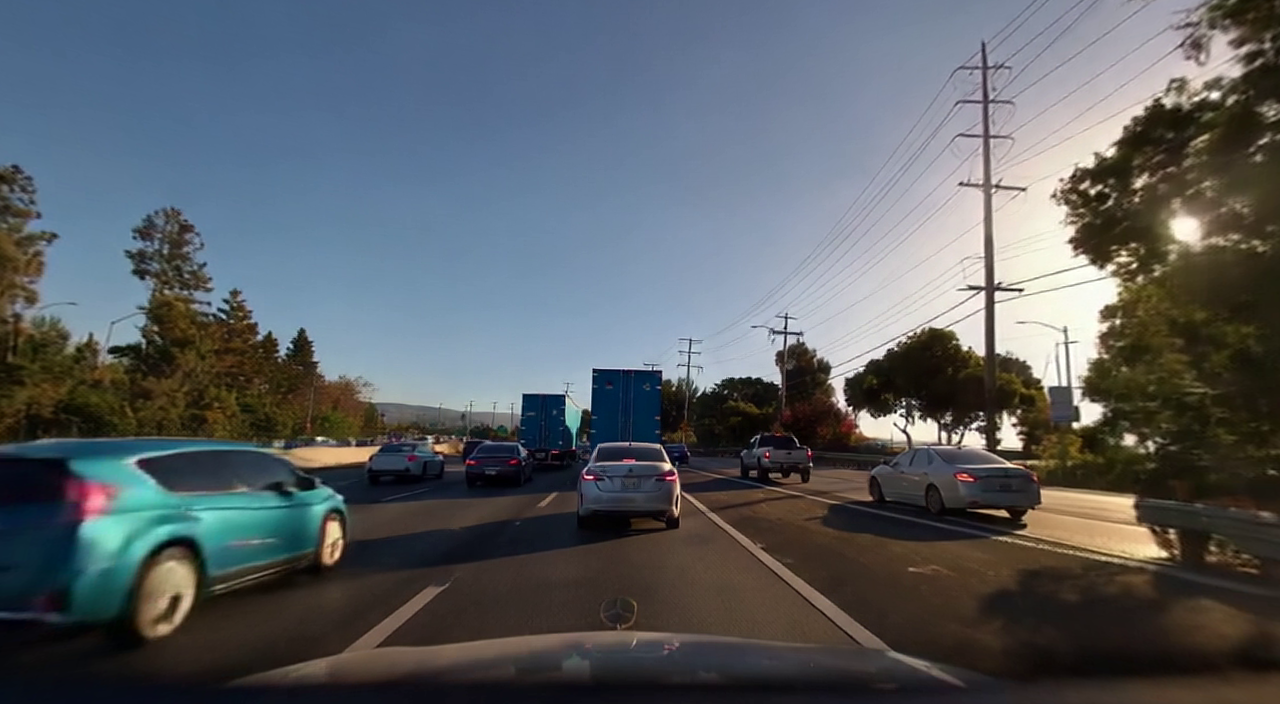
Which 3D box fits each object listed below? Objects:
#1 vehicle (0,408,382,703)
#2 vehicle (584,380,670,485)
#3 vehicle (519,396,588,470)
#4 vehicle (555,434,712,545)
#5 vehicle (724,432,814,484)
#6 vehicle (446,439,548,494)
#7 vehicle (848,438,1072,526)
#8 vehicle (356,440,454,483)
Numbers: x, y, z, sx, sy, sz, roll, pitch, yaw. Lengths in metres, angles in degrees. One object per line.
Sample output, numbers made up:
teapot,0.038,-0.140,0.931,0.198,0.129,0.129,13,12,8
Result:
vehicle,-3.858,1.225,4.411,1.960,1.450,5.246,0,-9,-1
vehicle,-0.613,3.348,25.619,2.909,3.518,8.262,0,-9,-2
vehicle,-5.796,6.097,45.951,3.150,4.298,17.928,0,-9,-2
vehicle,-0.203,2.159,10.581,2.112,1.463,4.012,0,-9,-3
vehicle,4.532,3.816,22.914,2.023,1.676,4.002,1,-9,-6
vehicle,-4.214,3.458,19.550,2.090,1.463,4.968,0,-9,-1
vehicle,5.909,2.426,12.372,1.878,1.406,4.164,1,-9,-6
vehicle,-8.690,4.093,23.869,2.008,1.454,4.693,0,-9,-2
